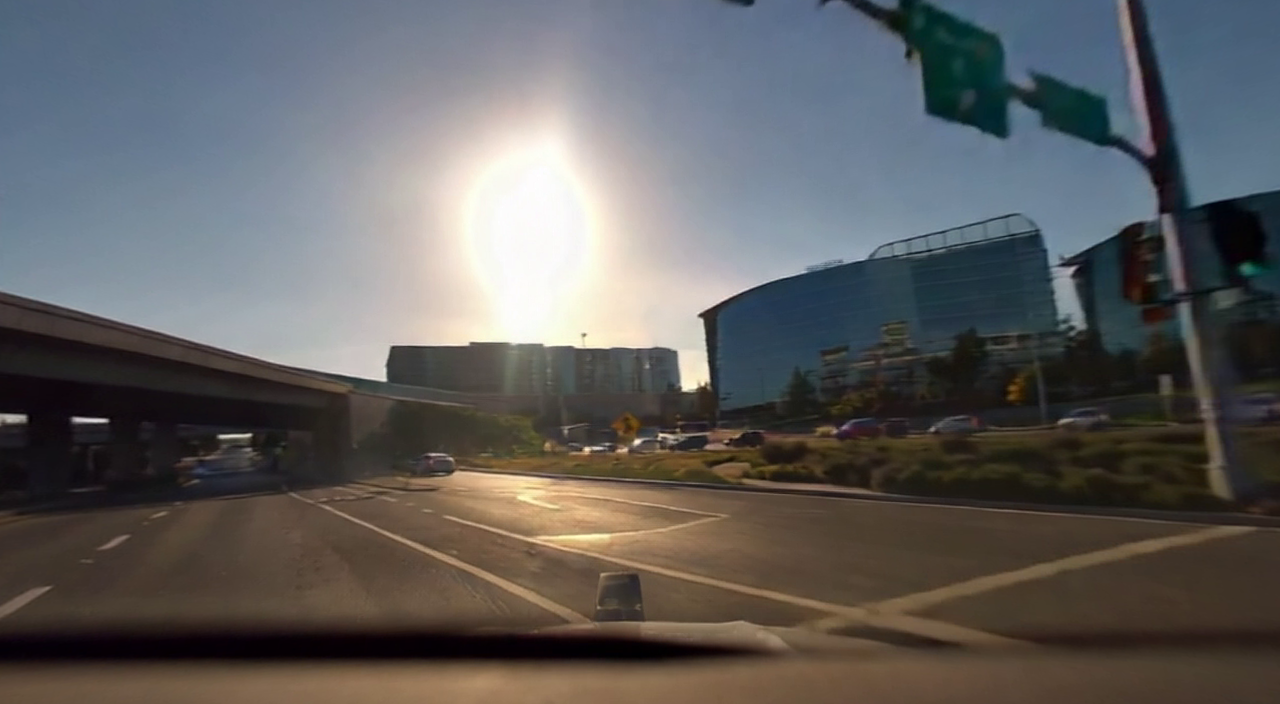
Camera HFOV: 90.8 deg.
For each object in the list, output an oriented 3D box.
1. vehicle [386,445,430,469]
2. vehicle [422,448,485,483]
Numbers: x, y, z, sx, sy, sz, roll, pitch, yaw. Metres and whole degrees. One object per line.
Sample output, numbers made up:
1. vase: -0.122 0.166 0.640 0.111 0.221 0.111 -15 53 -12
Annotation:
1. vehicle: -16.302 7.339 44.232 2.007 1.605 3.852 5 -10 -32
2. vehicle: -9.104 5.453 30.643 2.048 1.516 3.874 4 -10 -29
